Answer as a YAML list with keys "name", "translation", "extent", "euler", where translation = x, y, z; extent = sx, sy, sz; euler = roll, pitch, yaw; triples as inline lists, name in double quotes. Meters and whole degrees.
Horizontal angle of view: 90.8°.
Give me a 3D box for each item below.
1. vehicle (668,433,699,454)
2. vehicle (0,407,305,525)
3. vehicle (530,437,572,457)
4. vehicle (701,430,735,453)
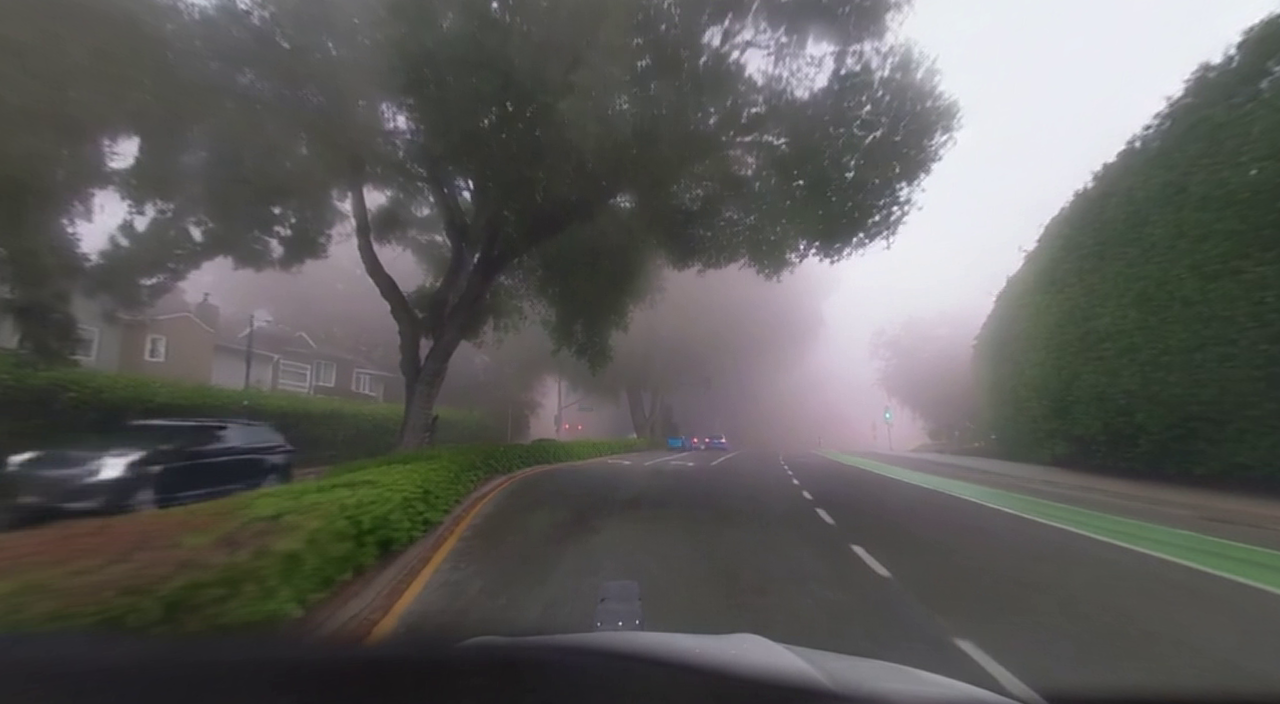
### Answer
- name: "vehicle"
  translation: [3.431, 7.178, 49.356]
  extent: [1.923, 1.498, 3.887]
  euler: [-2, -9, 12]
- name: "vehicle"
  translation: [-9.159, 2.168, 12.385]
  extent: [2.182, 1.843, 4.604]
  euler: [-1, -9, 7]
- name: "vehicle"
  translation: [-6.774, 7.357, 48.822]
  extent: [1.947, 1.486, 4.862]
  euler: [-1, -9, 7]
- name: "vehicle"
  translation: [6.162, 7.050, 49.389]
  extent: [2.286, 1.701, 4.395]
  euler: [-2, -9, 12]
